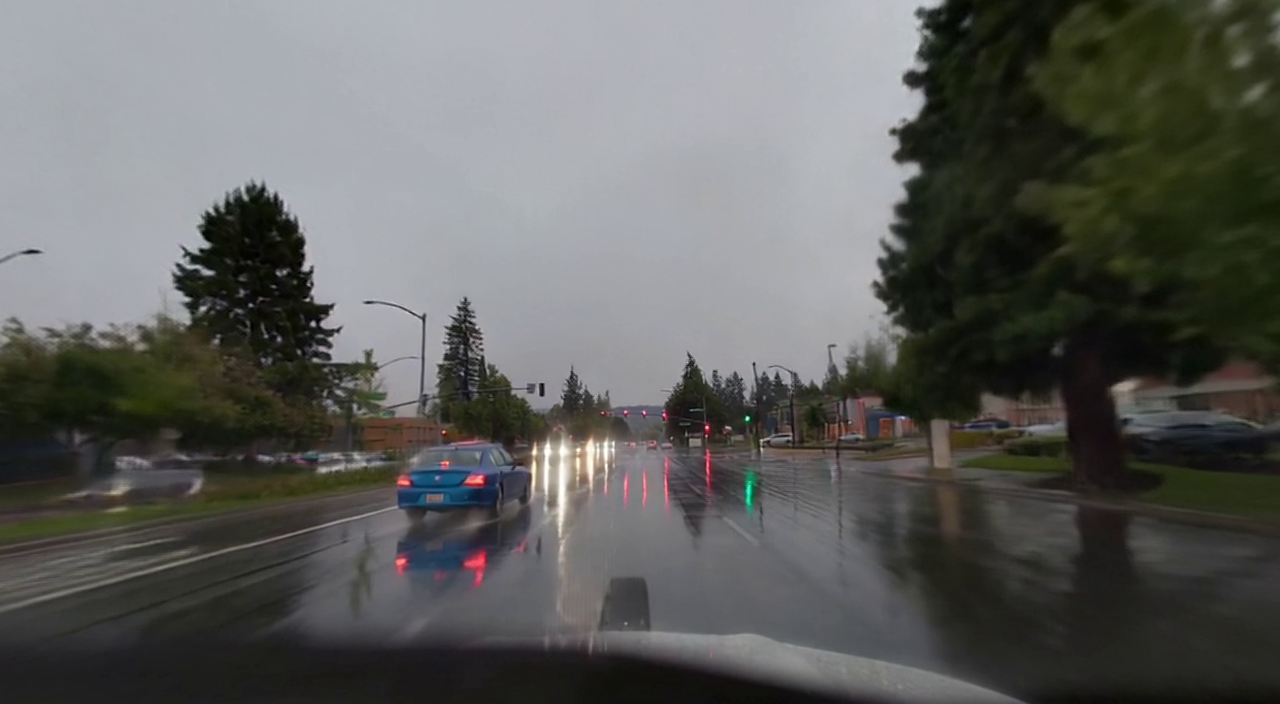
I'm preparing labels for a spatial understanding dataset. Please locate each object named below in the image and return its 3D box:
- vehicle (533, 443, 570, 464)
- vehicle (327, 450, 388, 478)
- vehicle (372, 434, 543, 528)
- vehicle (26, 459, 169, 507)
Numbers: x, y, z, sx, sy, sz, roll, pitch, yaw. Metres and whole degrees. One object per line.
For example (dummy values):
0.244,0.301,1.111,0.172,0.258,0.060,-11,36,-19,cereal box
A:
-6.441,7.424,46.114,2.006,1.461,4.476,0,-9,1,vehicle
-17.726,7.044,39.772,1.832,1.628,4.222,0,-9,1,vehicle
-3.248,2.385,12.274,1.924,1.480,4.421,0,-9,1,vehicle
-22.006,5.285,25.851,1.982,1.656,4.316,0,-9,1,vehicle
